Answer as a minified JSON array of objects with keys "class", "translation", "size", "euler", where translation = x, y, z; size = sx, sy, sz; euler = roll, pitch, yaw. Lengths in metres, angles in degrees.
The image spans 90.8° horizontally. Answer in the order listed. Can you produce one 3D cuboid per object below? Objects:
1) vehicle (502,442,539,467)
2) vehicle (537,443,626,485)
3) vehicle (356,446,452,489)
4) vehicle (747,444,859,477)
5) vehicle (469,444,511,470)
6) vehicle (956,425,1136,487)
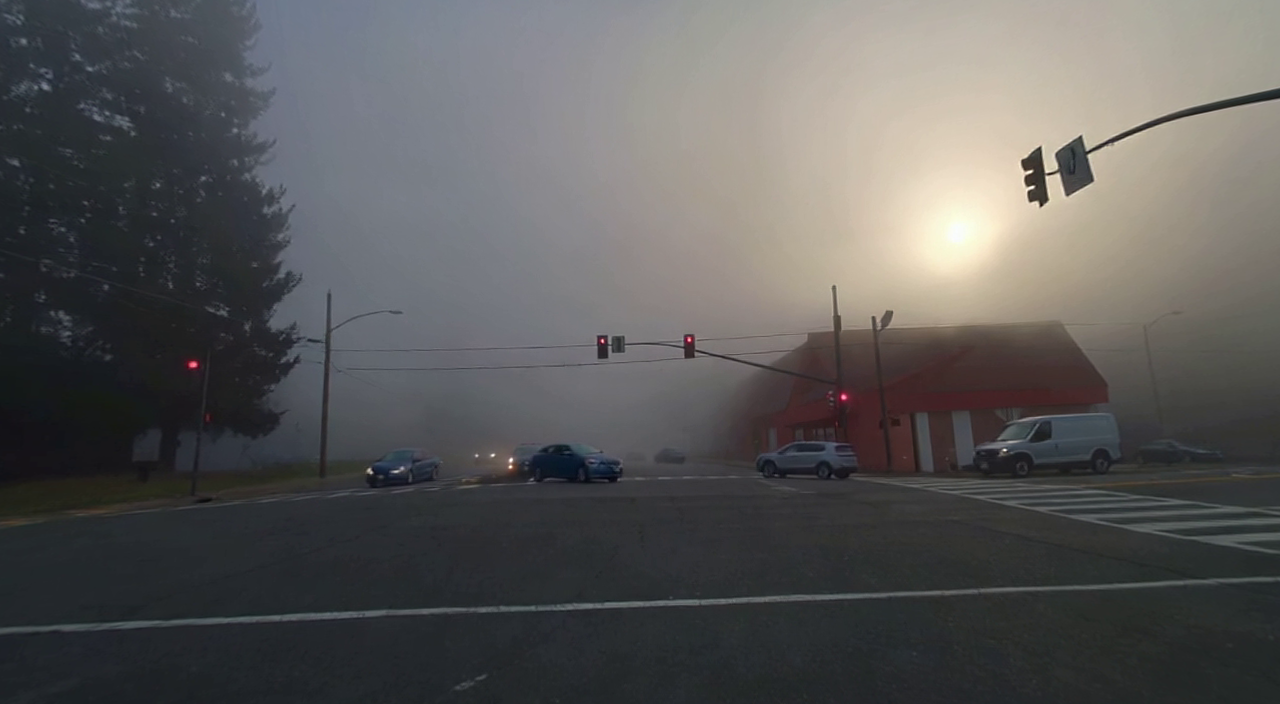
[{"class":"vehicle","translation":[-8.649,7.458,46.179],"size":[2.087,1.718,4.700],"euler":[0,-9,-3]},{"class":"vehicle","translation":[-2.256,4.097,23.465],"size":[1.846,1.416,4.228],"euler":[4,-10,-27]},{"class":"vehicle","translation":[-8.888,4.365,24.236],"size":[2.024,1.460,4.381],"euler":[0,-9,0]},{"class":"vehicle","translation":[7.751,5.159,30.163],"size":[4.828,1.453,1.919],"euler":[-5,-10,28]},{"class":"vehicle","translation":[-8.976,6.339,38.210],"size":[1.779,1.460,4.463],"euler":[1,-9,-4]},{"class":"vehicle","translation":[14.847,3.765,23.129],"size":[5.910,2.046,2.228],"euler":[3,-9,-19]}]
